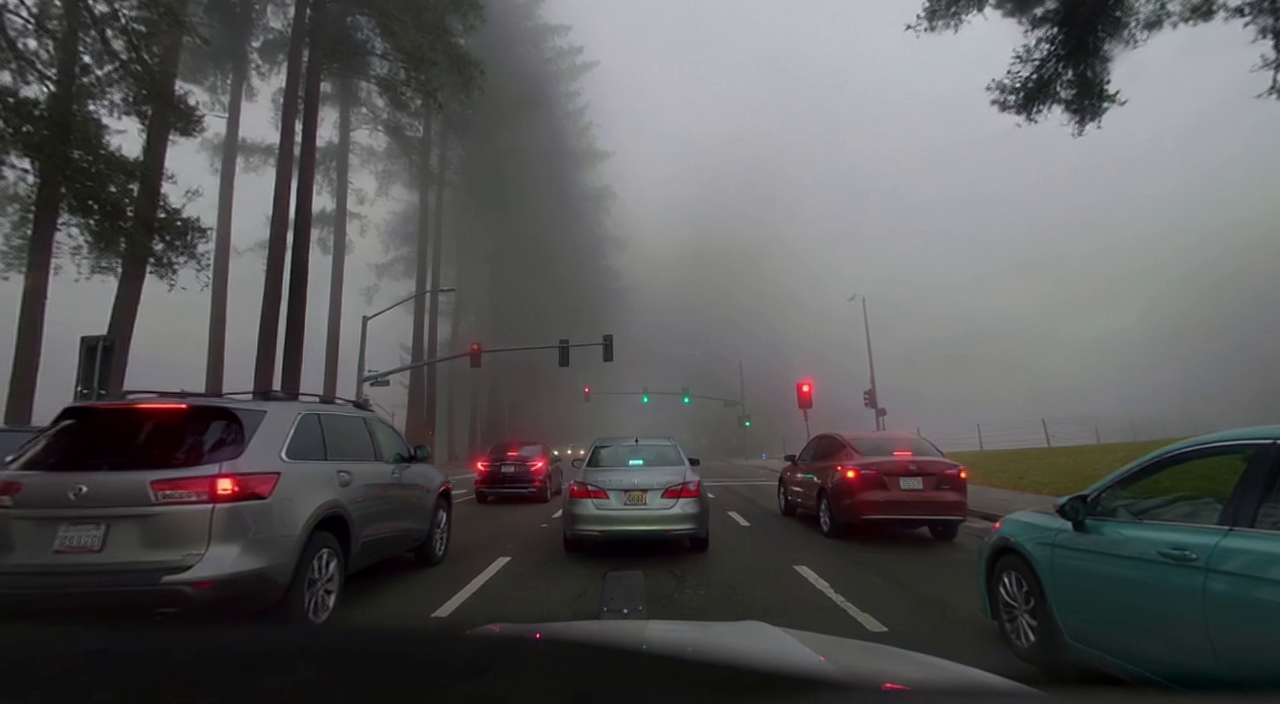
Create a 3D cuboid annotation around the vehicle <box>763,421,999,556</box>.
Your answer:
[{"bbox_3d":[3.427,2.021,10.084,2.040,1.647,4.379,0,-8,0],"label":"vehicle"}]

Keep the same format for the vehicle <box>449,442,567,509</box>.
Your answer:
[{"bbox_3d":[-3.064,2.963,15.636,1.975,1.420,4.196,0,-8,1],"label":"vehicle"}]

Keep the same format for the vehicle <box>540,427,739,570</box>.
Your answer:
[{"bbox_3d":[-0.022,1.881,8.854,2.147,1.507,3.953,0,-8,-1],"label":"vehicle"}]

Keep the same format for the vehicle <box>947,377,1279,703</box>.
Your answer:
[{"bbox_3d":[3.321,0.963,2.827,1.899,1.588,3.888,0,-8,0],"label":"vehicle"}]

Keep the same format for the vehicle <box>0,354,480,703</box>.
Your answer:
[{"bbox_3d":[-3.131,1.226,5.467,2.168,1.750,4.625,-1,-8,1],"label":"vehicle"}]
